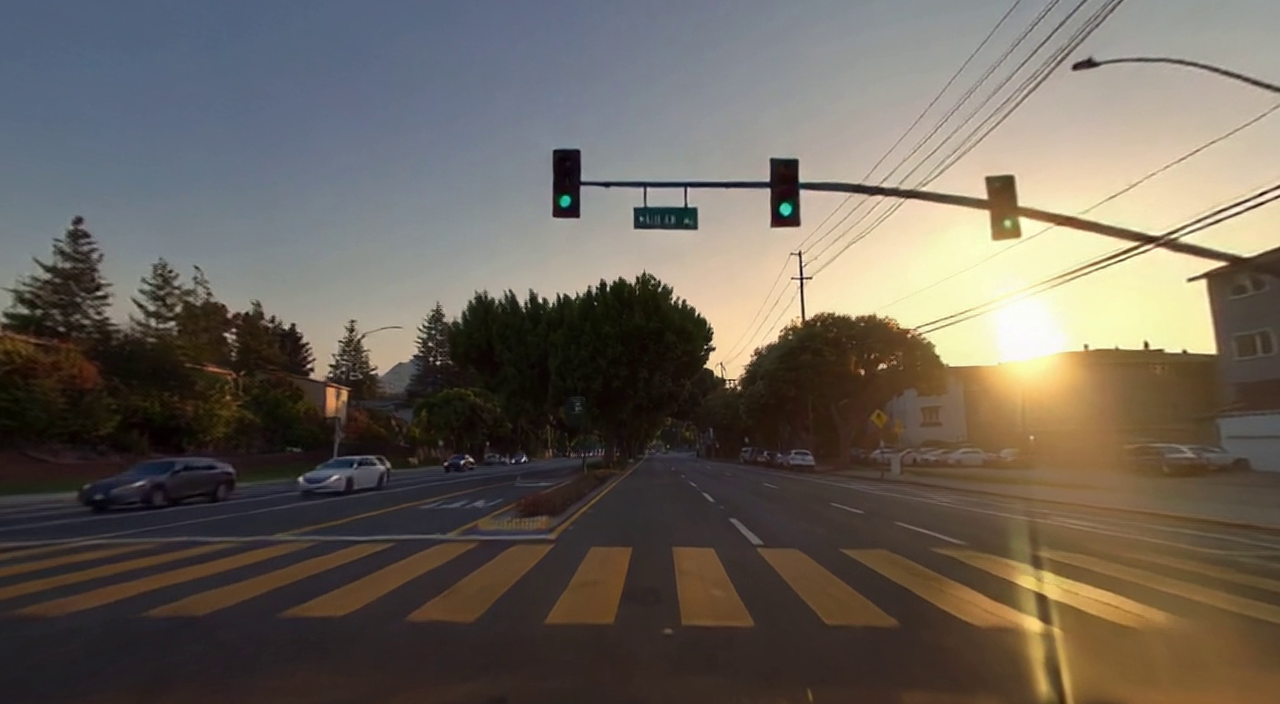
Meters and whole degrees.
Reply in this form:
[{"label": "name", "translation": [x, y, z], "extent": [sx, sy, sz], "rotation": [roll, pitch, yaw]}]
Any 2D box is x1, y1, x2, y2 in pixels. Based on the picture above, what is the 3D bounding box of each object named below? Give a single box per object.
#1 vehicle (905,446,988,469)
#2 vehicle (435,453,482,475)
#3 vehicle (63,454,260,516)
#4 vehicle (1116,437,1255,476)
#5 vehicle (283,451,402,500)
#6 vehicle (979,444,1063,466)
[{"label": "vehicle", "translation": [20.880, 7.204, 43.091], "extent": [4.664, 1.504, 1.816], "rotation": [0, -8, 2]}, {"label": "vehicle", "translation": [-13.469, 8.295, 47.026], "extent": [2.047, 1.467, 4.611], "rotation": [0, -8, 1]}, {"label": "vehicle", "translation": [-13.546, 3.753, 18.333], "extent": [1.909, 1.449, 4.775], "rotation": [0, -8, 1]}, {"label": "vehicle", "translation": [25.188, 4.822, 29.241], "extent": [4.518, 1.508, 1.938], "rotation": [2, -9, 5]}, {"label": "vehicle", "translation": [-10.293, 4.264, 22.243], "extent": [1.899, 1.464, 4.418], "rotation": [0, -8, 2]}, {"label": "vehicle", "translation": [25.671, 6.981, 42.612], "extent": [4.368, 1.394, 1.983], "rotation": [0, -9, 1]}]
